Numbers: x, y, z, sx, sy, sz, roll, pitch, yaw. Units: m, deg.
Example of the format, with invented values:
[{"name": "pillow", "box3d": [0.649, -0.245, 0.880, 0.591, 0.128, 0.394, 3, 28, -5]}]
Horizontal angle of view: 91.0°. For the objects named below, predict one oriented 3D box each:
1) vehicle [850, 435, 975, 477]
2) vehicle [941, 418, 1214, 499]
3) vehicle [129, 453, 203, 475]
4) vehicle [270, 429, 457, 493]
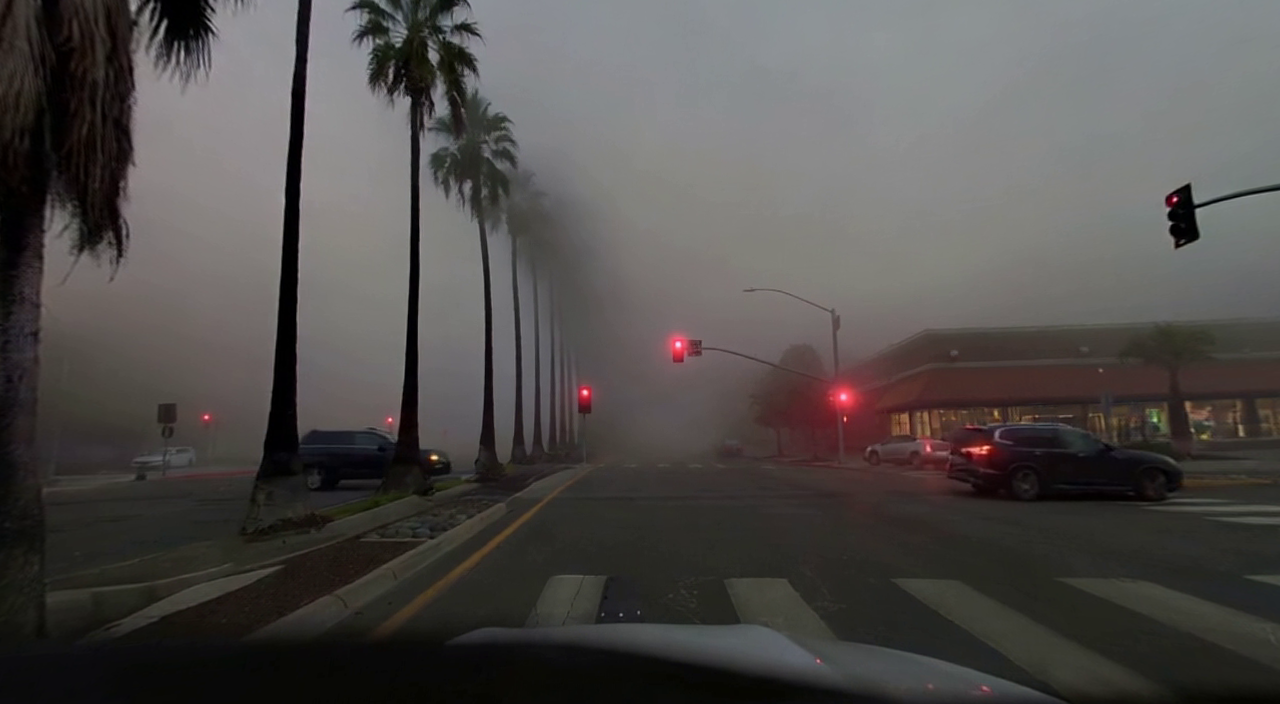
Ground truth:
[{"name": "vehicle", "box3d": [12.059, 4.577, 27.928, 4.722, 1.717, 2.000, -5, -10, 33]}, {"name": "vehicle", "box3d": [11.389, 2.805, 16.720, 5.619, 1.951, 2.321, 1, -8, -5]}, {"name": "vehicle", "box3d": [-37.286, 8.820, 49.701, 2.160, 1.565, 4.868, 0, -9, -1]}, {"name": "vehicle", "box3d": [-8.392, 3.282, 19.307, 4.854, 1.699, 2.152, 6, -10, -35]}]
